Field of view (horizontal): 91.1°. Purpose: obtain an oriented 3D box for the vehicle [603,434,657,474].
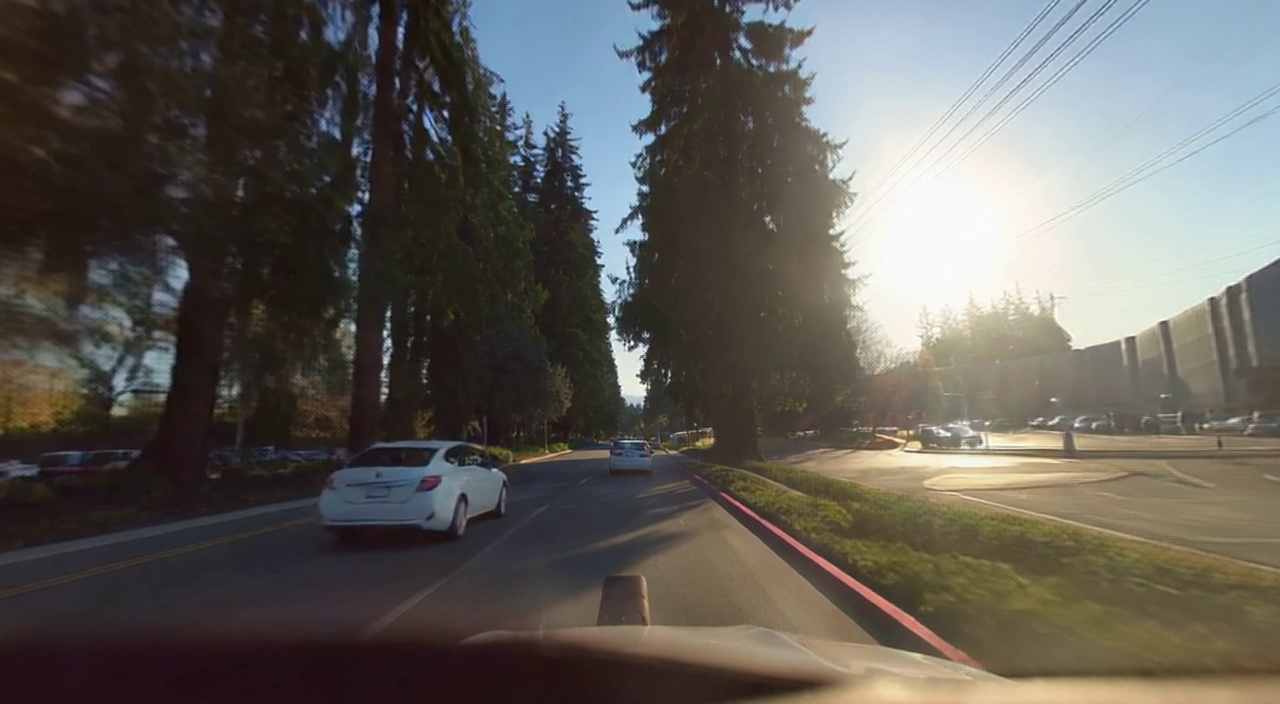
[{"bbox_3d":[-0.378,4.087,25.328,1.991,1.463,3.988,0,-8,0],"label":"vehicle"}]
